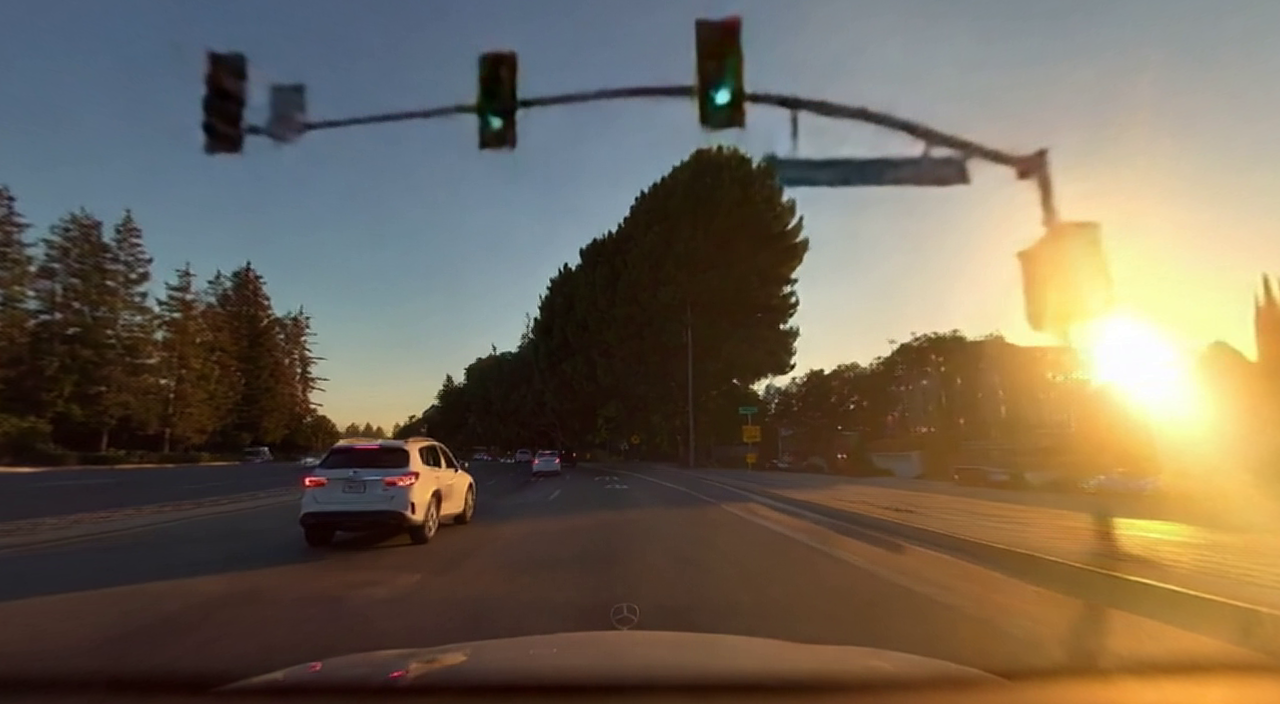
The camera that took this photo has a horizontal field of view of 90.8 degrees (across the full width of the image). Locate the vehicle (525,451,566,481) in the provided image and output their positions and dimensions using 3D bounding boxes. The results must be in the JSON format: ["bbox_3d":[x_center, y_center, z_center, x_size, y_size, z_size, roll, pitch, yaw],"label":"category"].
[{"bbox_3d":[-5.063,6.119,34.282,1.904,1.476,3.736,0,-9,-4],"label":"vehicle"}]

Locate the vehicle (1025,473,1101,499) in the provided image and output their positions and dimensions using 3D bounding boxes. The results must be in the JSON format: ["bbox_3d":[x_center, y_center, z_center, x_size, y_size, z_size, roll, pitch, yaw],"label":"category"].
[{"bbox_3d":[32.430,10.238,48.662,1.967,1.647,4.948,1,-9,-8],"label":"vehicle"}]

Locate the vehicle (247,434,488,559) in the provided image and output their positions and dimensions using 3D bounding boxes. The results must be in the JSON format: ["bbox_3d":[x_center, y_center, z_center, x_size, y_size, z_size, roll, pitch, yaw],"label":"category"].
[{"bbox_3d":[-4.131,2.241,10.636,2.098,1.613,4.606,0,-8,-2],"label":"vehicle"}]

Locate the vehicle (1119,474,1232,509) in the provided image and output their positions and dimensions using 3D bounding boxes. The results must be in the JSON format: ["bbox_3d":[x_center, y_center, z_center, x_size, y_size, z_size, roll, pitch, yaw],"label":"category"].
[{"bbox_3d":[33.915,8.828,40.263,2.073,1.767,5.346,1,-8,-8],"label":"vehicle"}]
